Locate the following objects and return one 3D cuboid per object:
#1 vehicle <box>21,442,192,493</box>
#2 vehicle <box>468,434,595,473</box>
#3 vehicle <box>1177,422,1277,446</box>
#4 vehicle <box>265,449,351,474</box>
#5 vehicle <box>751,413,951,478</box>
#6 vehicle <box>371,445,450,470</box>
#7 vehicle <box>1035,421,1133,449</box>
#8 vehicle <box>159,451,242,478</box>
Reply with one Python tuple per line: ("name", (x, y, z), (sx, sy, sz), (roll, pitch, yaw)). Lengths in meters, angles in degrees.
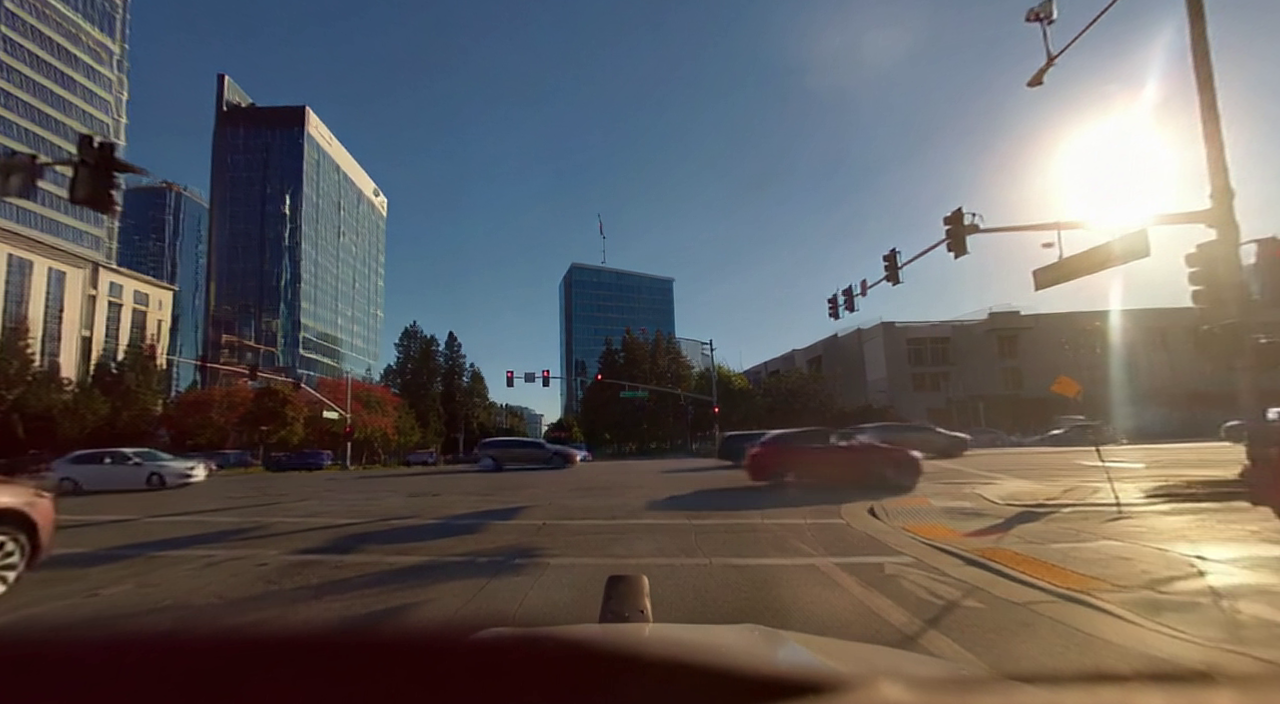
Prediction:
("vehicle", (-20.032, 4.336, 23.808), (4.673, 1.740, 2.150), (-2, -9, 5))
("vehicle", (-4.379, 4.167, 25.909), (4.793, 1.473, 1.878), (-1, -9, 6))
("vehicle", (37.616, 5.304, 40.464), (4.377, 1.491, 1.734), (-1, -9, 6))
("vehicle", (-20.612, 6.816, 39.201), (4.459, 1.477, 1.754), (-1, -9, 5))
("vehicle", (5.632, 2.600, 17.440), (4.865, 1.663, 1.962), (-1, -9, 6))
("vehicle", (-16.696, 7.700, 46.018), (4.939, 1.770, 2.001), (-1, -9, 5))
("vehicle", (26.606, 4.989, 37.872), (4.397, 1.582, 1.820), (-1, -9, 5))
("vehicle", (-30.324, 7.772, 43.576), (4.466, 1.767, 1.839), (-1, -9, 6))
